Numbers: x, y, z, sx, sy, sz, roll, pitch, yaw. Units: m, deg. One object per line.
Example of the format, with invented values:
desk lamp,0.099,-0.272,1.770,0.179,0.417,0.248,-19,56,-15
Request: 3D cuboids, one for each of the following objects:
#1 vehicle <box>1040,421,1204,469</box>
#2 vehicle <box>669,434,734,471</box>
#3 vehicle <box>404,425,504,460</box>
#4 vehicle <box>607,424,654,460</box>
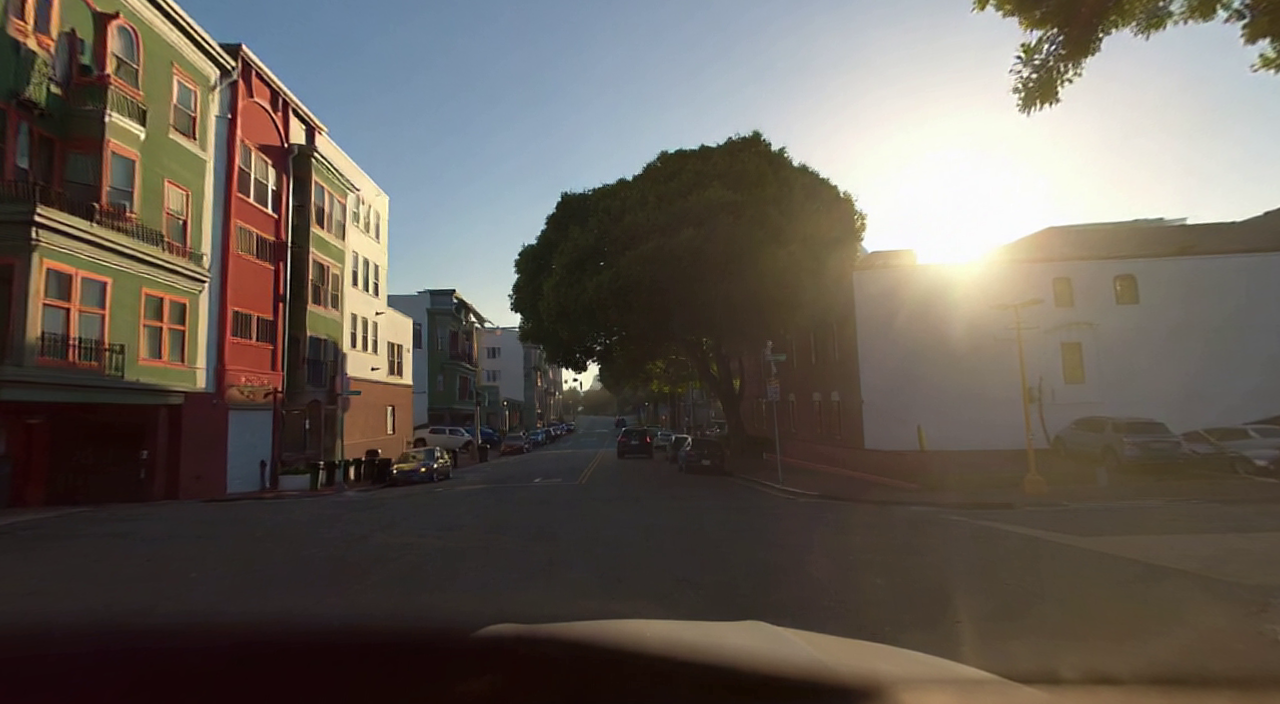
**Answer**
vehicle,15.278,2.965,20.132,3.752,1.453,1.709,0,-9,2
vehicle,2.528,4.297,27.100,2.290,1.456,4.503,0,-9,-1
vehicle,-11.445,5.588,38.870,5.540,1.950,2.113,4,-12,-28
vehicle,-0.508,4.924,34.428,2.412,1.834,4.636,0,-8,-1
